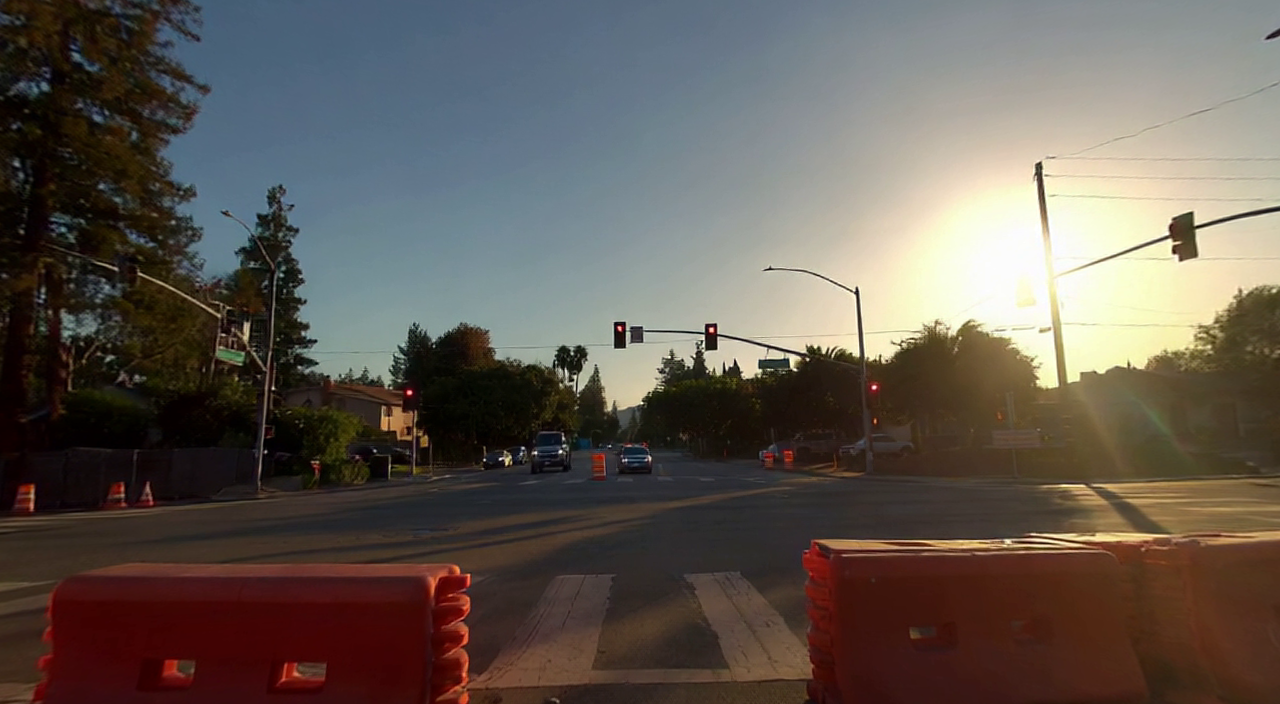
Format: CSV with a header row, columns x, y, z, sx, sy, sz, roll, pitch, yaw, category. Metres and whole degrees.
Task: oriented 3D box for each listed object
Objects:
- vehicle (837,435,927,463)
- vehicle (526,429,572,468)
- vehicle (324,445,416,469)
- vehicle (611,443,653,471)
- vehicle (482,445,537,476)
x,y,z,sx,sy,sz,roll,pitch,yaw,category
15.379,6.184,40.329,4.892,1.656,1.856,0,-8,0,vehicle
-6.778,7.245,47.690,2.625,2.726,6.138,0,-8,-1,vehicle
-16.404,6.380,38.605,4.713,1.409,1.918,0,-8,-2,vehicle
-0.434,5.693,34.484,2.105,1.457,4.173,0,-8,-1,vehicle
-6.607,5.530,32.399,1.881,1.452,4.121,0,-8,0,vehicle
